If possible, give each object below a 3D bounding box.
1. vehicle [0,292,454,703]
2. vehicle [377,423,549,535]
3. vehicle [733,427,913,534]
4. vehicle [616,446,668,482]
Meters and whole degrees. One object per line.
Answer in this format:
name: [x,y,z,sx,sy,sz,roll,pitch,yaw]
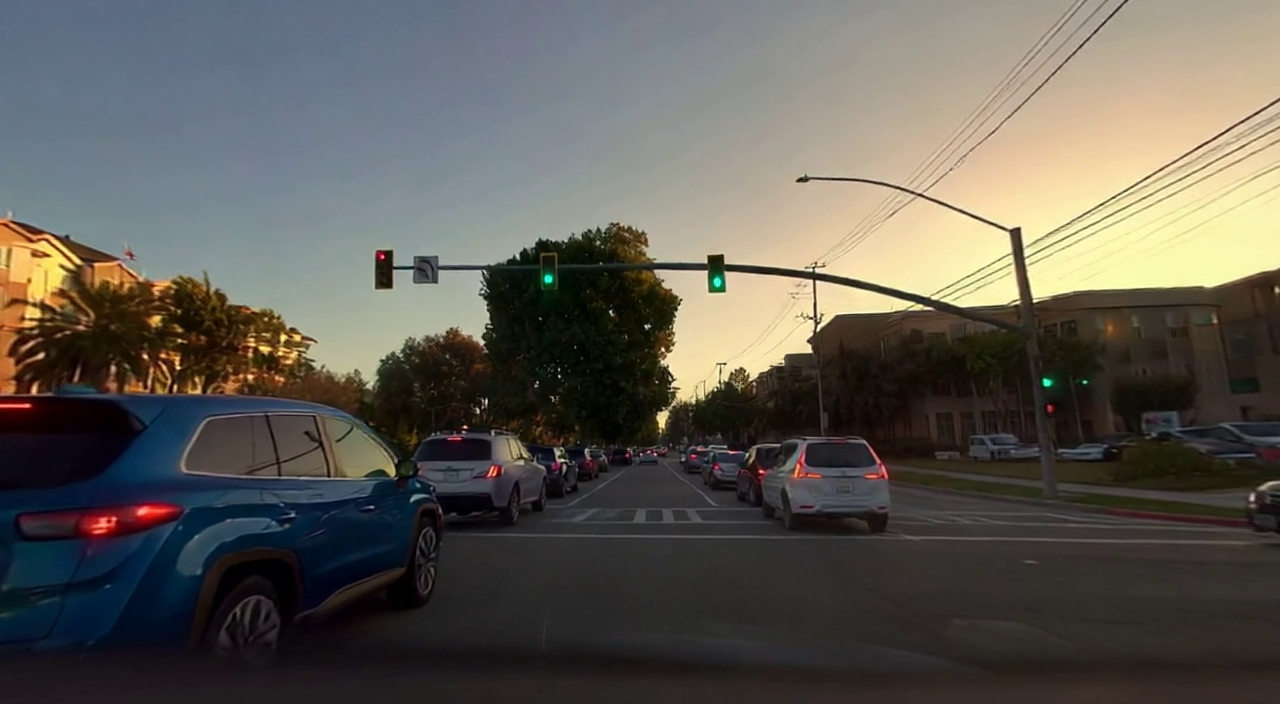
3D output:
vehicle: [-2.852,0.997,3.670,2.127,1.754,4.287,0,-9,1]
vehicle: [-3.117,2.327,12.167,1.958,1.744,4.315,0,-9,2]
vehicle: [3.329,2.448,12.645,2.201,1.734,4.564,0,-9,0]
vehicle: [0.105,5.067,28.806,2.185,1.515,4.215,0,-8,0]
